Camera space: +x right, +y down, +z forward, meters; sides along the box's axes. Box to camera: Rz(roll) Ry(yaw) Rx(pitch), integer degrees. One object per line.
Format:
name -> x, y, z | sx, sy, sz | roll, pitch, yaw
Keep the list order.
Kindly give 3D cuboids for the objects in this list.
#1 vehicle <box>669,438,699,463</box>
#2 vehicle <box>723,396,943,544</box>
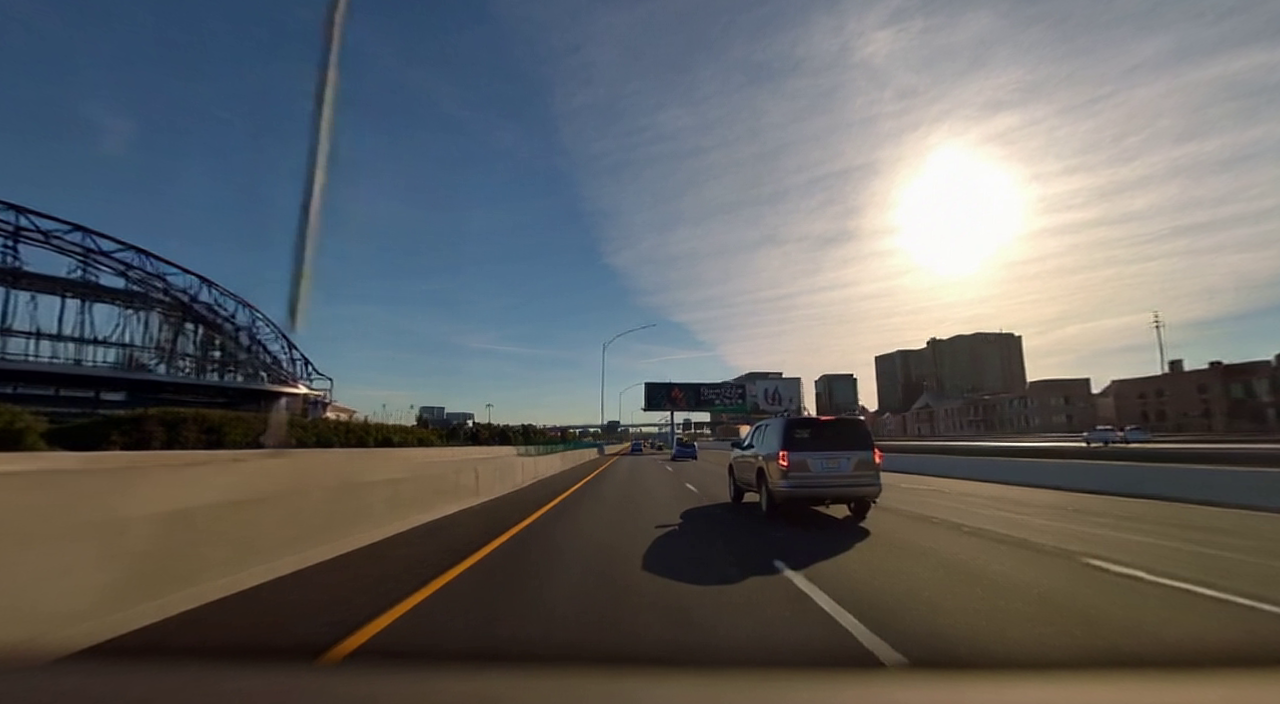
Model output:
vehicle -> 3.237, 7.339, 47.243 | 1.973, 1.774, 4.092 | 0, -9, 0
vehicle -> 2.964, 1.981, 11.162 | 2.199, 2.002, 4.970 | 0, -9, -1
